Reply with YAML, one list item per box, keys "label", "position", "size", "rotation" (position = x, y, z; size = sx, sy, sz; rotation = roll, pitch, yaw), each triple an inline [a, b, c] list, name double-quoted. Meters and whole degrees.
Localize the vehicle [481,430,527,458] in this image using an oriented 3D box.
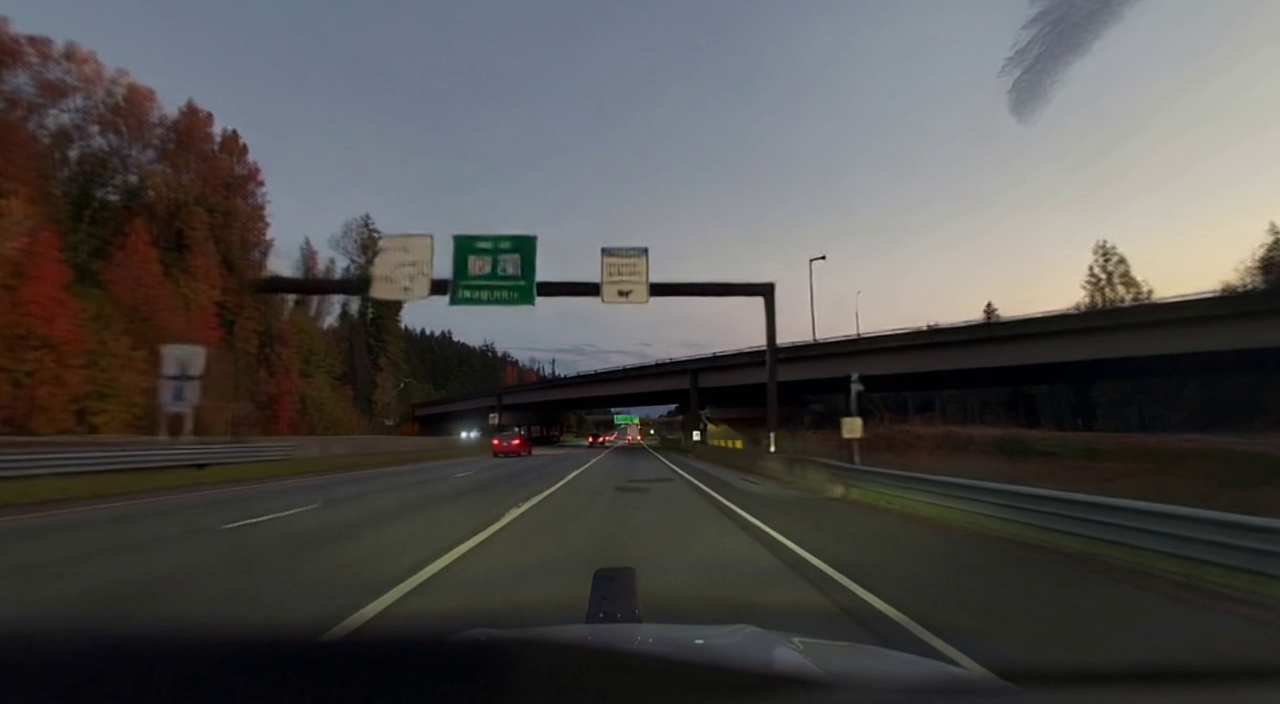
- label: "vehicle"
  position: [-8.584, 5.812, 40.066]
  size: [1.987, 1.677, 4.580]
  rotation: [0, -8, 0]
